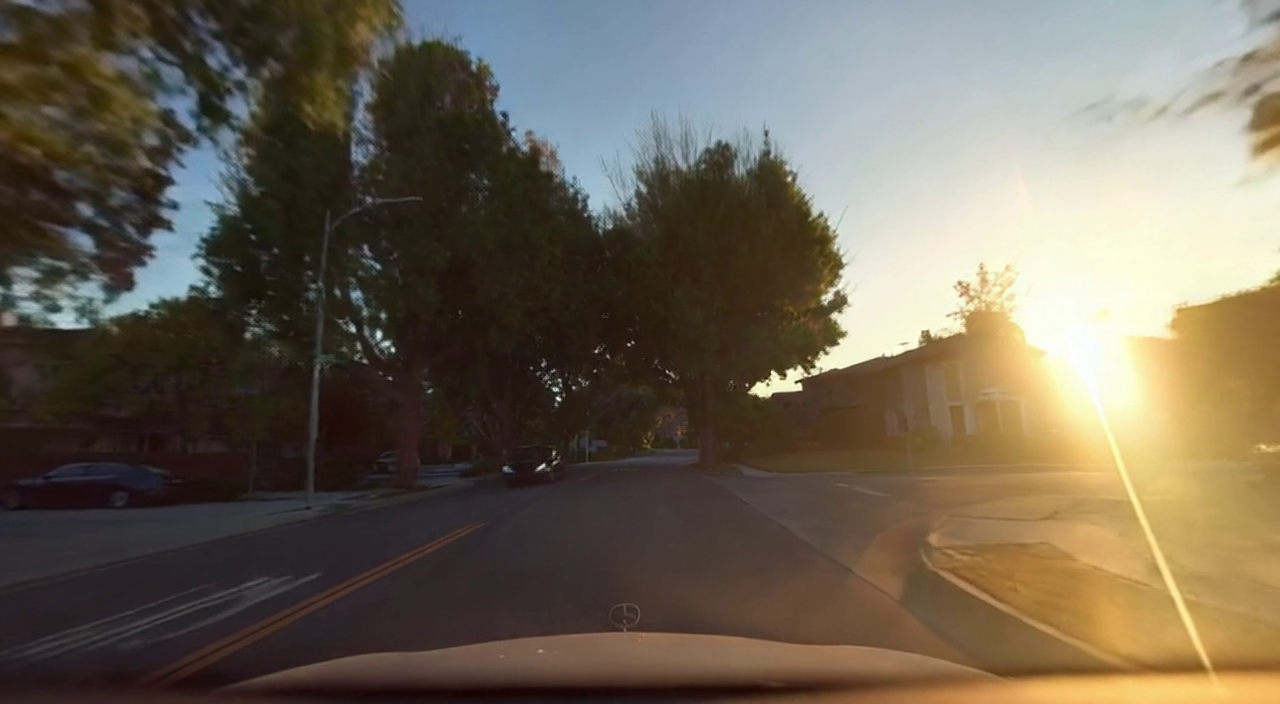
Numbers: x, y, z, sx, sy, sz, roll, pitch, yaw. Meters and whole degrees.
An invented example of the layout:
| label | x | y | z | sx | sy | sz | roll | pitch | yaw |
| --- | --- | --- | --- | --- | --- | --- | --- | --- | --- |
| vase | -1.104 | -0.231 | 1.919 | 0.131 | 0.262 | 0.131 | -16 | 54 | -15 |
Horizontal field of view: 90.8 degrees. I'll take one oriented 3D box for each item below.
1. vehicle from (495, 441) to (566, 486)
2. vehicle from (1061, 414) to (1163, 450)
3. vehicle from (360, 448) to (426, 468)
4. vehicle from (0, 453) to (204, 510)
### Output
| label | x | y | z | sx | sy | sz | roll | pitch | yaw |
| --- | --- | --- | --- | --- | --- | --- | --- | --- | --- |
| vehicle | -4.385 | 4.521 | 25.975 | 2.025 | 1.660 | 4.151 | 0 | -9 | 2 |
| vehicle | 23.108 | 3.990 | 31.151 | 1.875 | 1.609 | 4.322 | -1 | -9 | 4 |
| vehicle | -18.853 | 8.098 | 48.456 | 4.373 | 1.464 | 1.917 | 1 | -9 | -10 |
| vehicle | -15.360 | 3.655 | 18.042 | 4.370 | 1.482 | 1.926 | 0 | -9 | 2 |
